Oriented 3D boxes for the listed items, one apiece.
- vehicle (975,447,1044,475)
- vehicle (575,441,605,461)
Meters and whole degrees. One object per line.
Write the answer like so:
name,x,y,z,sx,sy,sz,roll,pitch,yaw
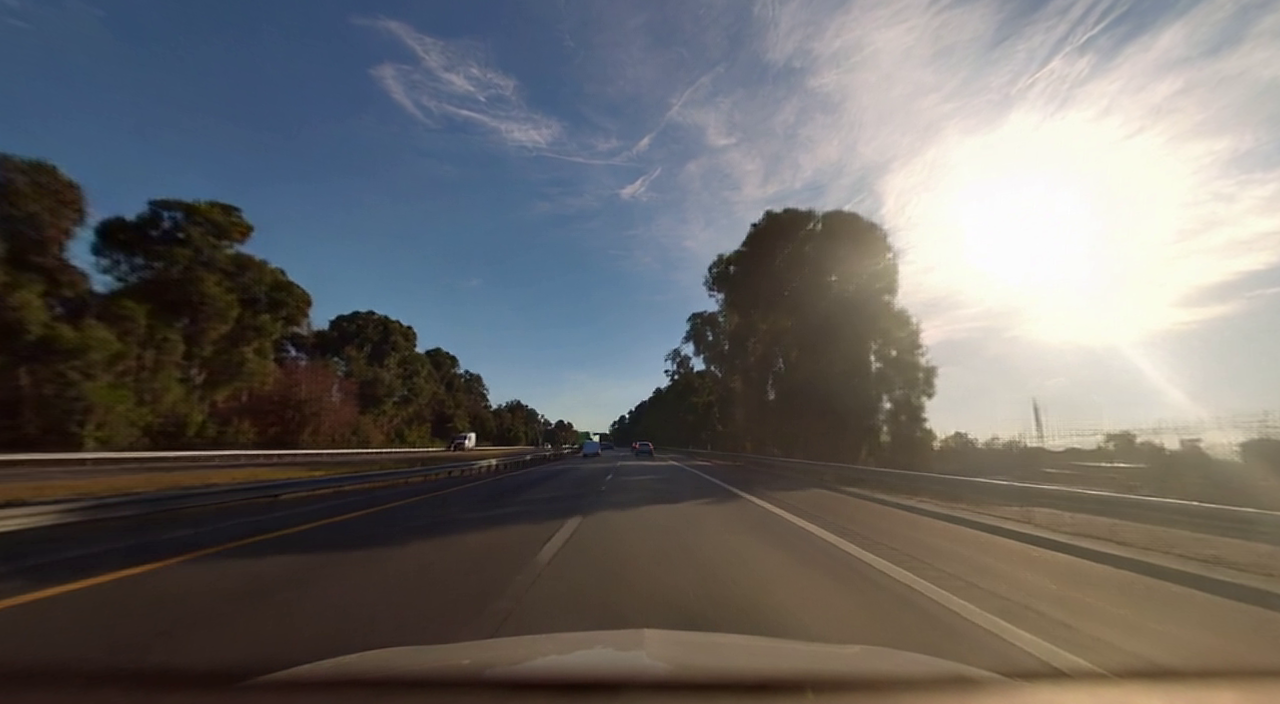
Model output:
vehicle,22.313,6.558,38.236,1.889,1.560,4.976,-2,-8,9
vehicle,-3.929,7.849,49.867,2.057,1.514,3.845,0,-8,0
